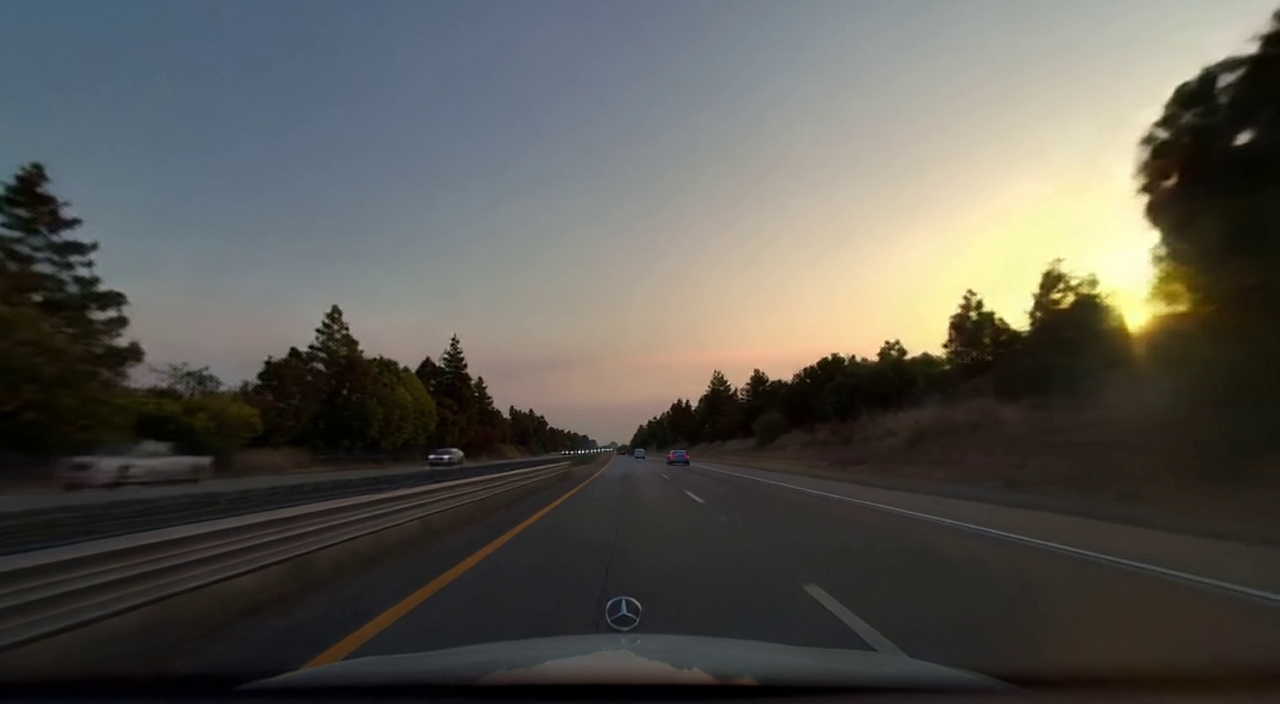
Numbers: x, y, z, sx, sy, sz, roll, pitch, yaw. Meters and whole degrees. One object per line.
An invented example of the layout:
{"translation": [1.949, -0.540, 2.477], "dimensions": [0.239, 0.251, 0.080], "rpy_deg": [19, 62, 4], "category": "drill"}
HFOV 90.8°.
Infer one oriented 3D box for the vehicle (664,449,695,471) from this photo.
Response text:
{"translation": [2.831, 7.868, 45.974], "dimensions": [1.870, 1.486, 3.858], "rpy_deg": [0, -9, -2], "category": "vehicle"}
